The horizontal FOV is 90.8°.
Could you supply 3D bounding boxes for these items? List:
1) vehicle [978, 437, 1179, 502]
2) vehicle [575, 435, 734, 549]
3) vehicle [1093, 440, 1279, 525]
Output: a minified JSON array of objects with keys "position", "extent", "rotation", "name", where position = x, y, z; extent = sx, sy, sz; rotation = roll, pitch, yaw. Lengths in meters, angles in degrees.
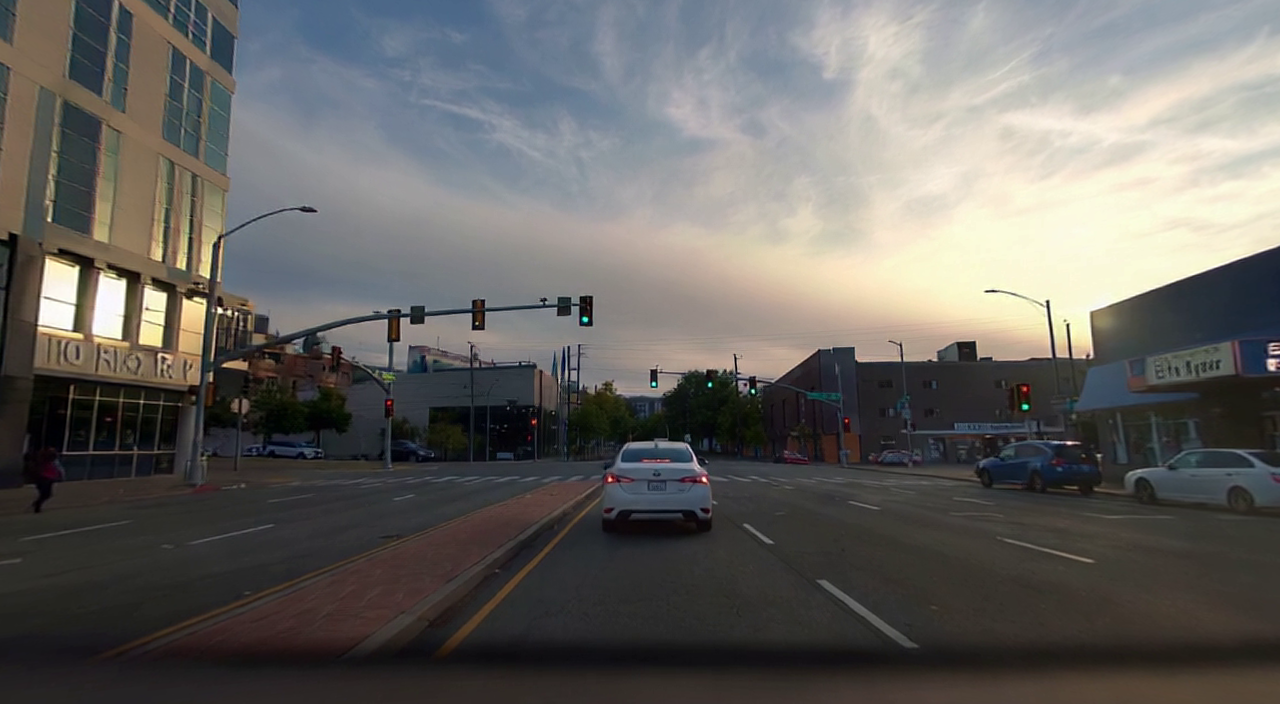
[{"position":[14.085,3.787,20.954],"extent":[2.309,1.819,5.793],"rotation":[0,-8,-2],"name":"vehicle"},{"position":[0.181,2.137,10.373],"extent":[2.067,1.471,4.241],"rotation":[0,-8,0],"name":"vehicle"},{"position":[14.187,3.049,15.535],"extent":[2.235,1.721,5.230],"rotation":[0,-8,1],"name":"vehicle"}]
